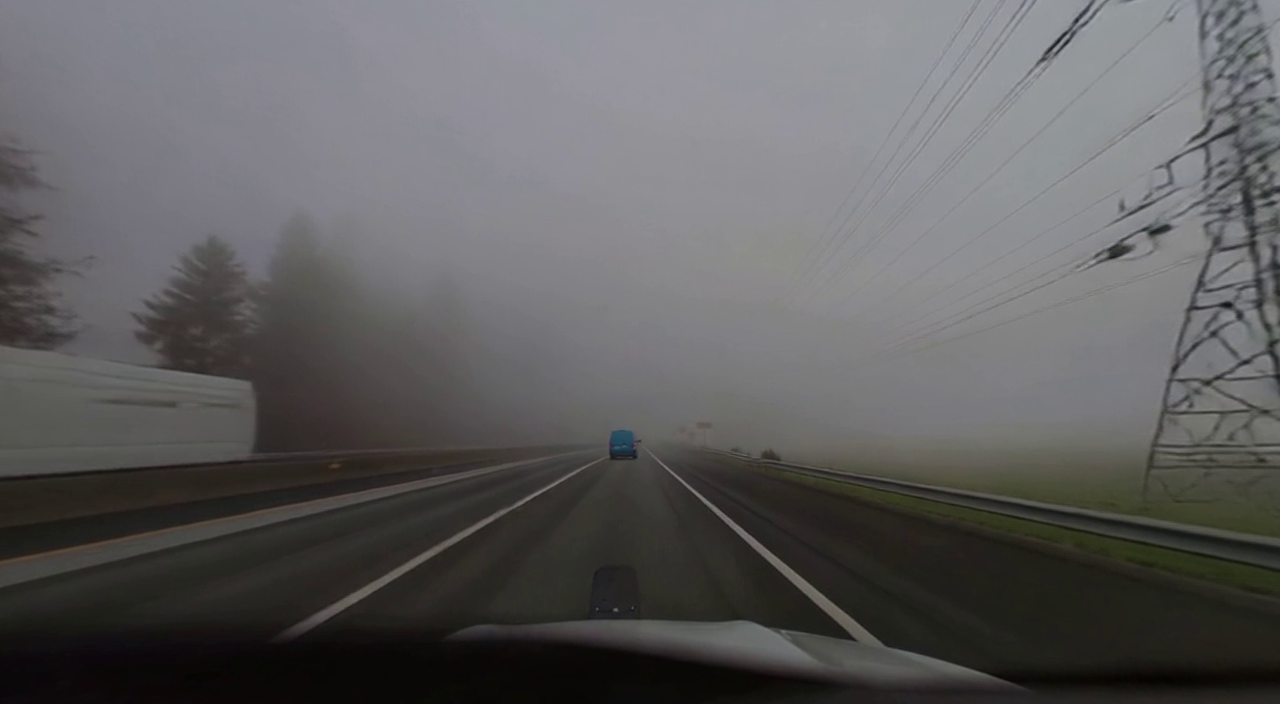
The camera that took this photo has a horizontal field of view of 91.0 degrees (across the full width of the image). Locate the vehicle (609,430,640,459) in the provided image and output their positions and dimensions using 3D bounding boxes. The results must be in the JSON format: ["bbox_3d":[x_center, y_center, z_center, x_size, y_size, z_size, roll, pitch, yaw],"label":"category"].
[{"bbox_3d":[-1.022,6.430,43.804,2.041,1.856,4.353,0,-8,0],"label":"vehicle"}]

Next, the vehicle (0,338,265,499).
[{"bbox_3d":[-17.202,2.121,18.928,2.870,3.941,14.518,0,-8,0],"label":"vehicle"}]
